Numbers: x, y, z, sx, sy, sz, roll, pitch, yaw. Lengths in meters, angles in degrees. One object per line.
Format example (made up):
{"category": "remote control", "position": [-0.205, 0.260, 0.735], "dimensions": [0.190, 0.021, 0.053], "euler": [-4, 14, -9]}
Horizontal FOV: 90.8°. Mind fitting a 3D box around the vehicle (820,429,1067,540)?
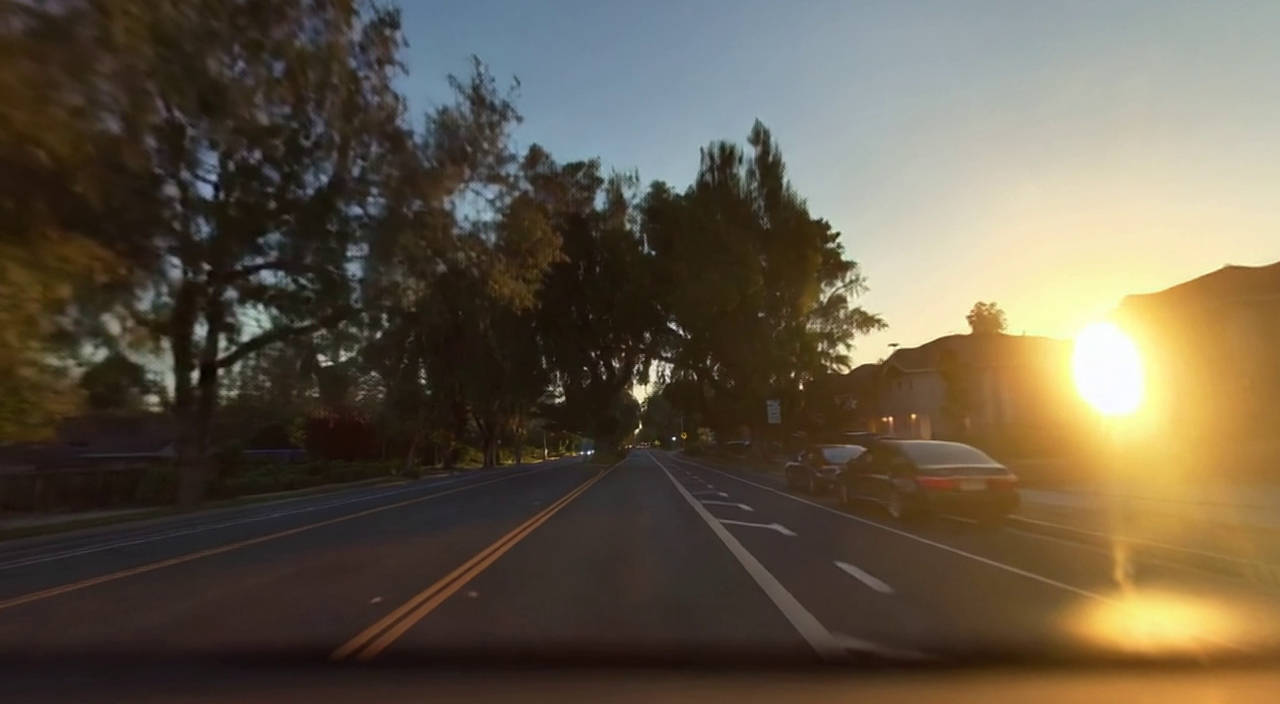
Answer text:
{"category": "vehicle", "position": [5.012, 2.238, 11.379], "dimensions": [1.995, 1.553, 4.628], "euler": [0, -9, -2]}
